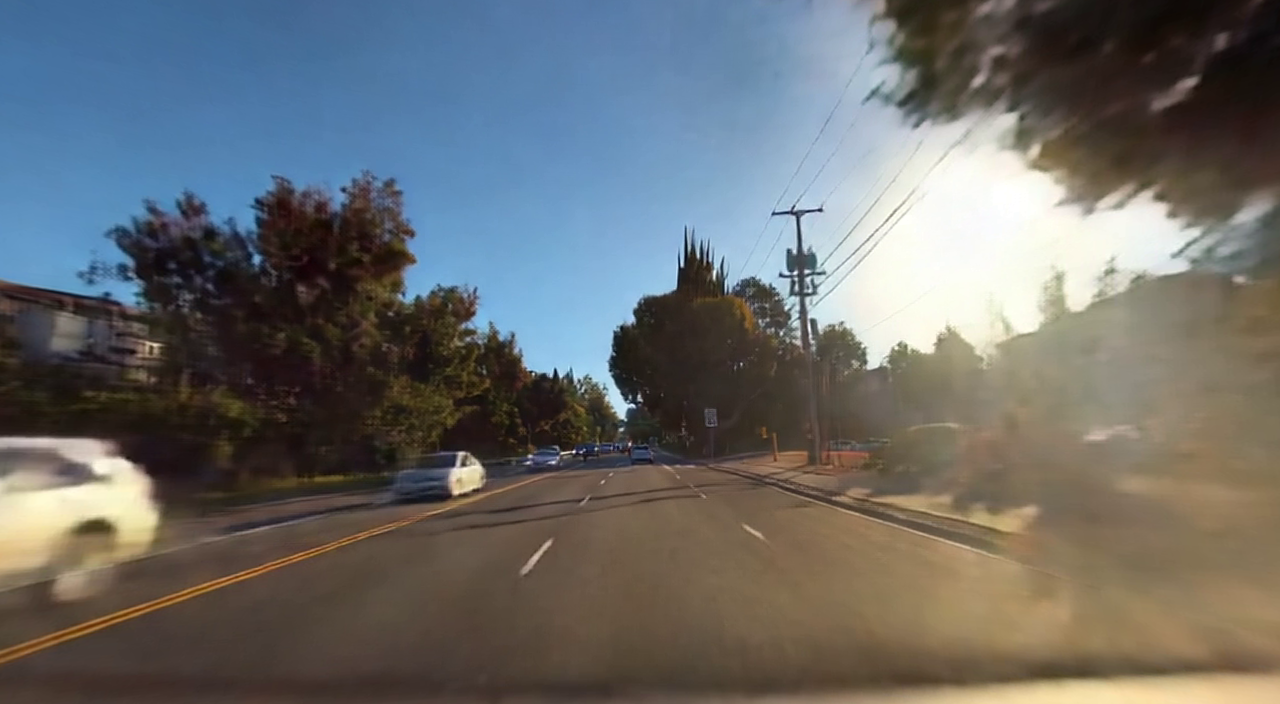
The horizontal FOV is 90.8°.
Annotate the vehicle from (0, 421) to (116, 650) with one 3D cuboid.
[{"bbox_3d":[-5.471,1.168,3.452,1.792,1.628,4.000,0,-8,-1],"label":"vehicle"}]

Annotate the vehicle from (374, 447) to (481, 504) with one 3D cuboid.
[{"bbox_3d":[-6.222,3.618,18.987,1.933,1.492,3.755,-1,-8,0],"label":"vehicle"}]

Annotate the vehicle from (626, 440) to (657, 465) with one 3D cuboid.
[{"bbox_3d":[0.087,7.459,46.927,2.163,1.746,4.073,0,-8,-1],"label":"vehicle"}]

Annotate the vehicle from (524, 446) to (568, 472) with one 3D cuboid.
[{"bbox_3d":[-5.736,6.598,39.102,2.030,1.445,4.321,-1,-8,1],"label":"vehicle"}]
